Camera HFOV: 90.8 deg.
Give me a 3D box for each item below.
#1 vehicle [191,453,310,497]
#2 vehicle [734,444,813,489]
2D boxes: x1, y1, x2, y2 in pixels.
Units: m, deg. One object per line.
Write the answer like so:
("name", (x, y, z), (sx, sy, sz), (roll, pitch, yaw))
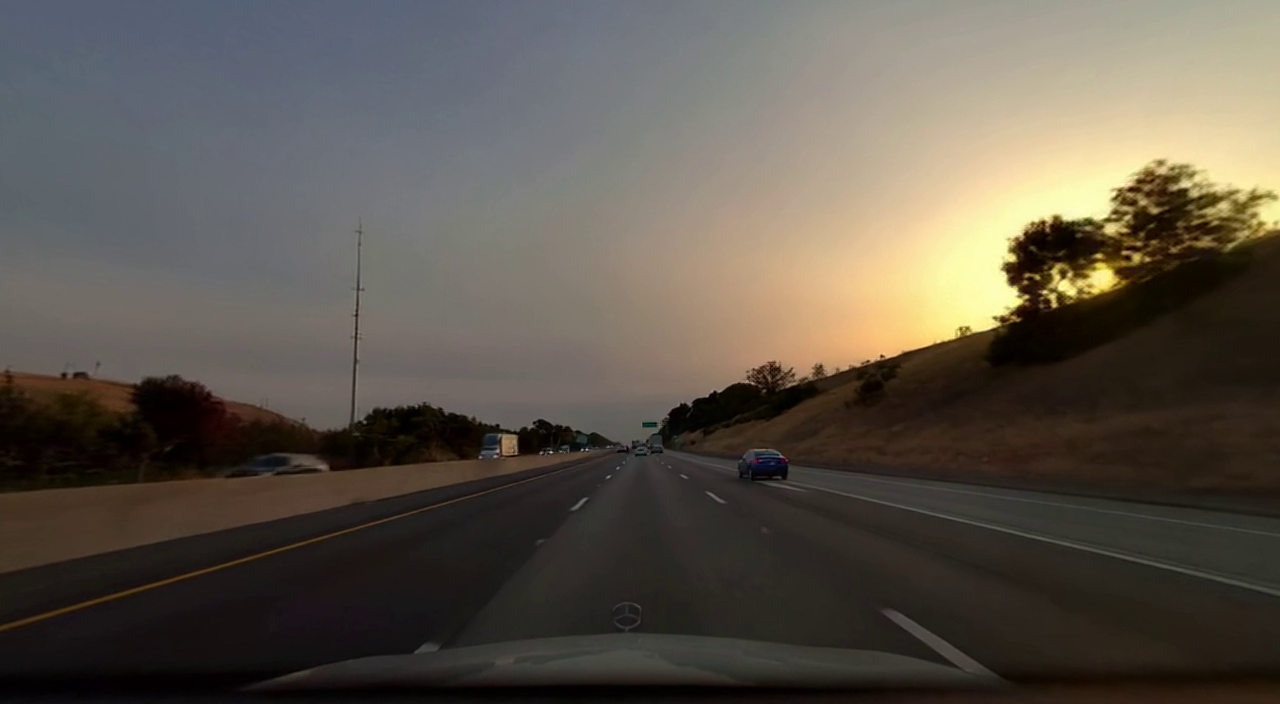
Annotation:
("vehicle", (-15.252, 4.806, 25.041), (1.873, 1.539, 4.379), (0, -9, 0))
("vehicle", (4.812, 4.170, 23.268), (1.967, 1.472, 3.751), (0, -9, -2))
